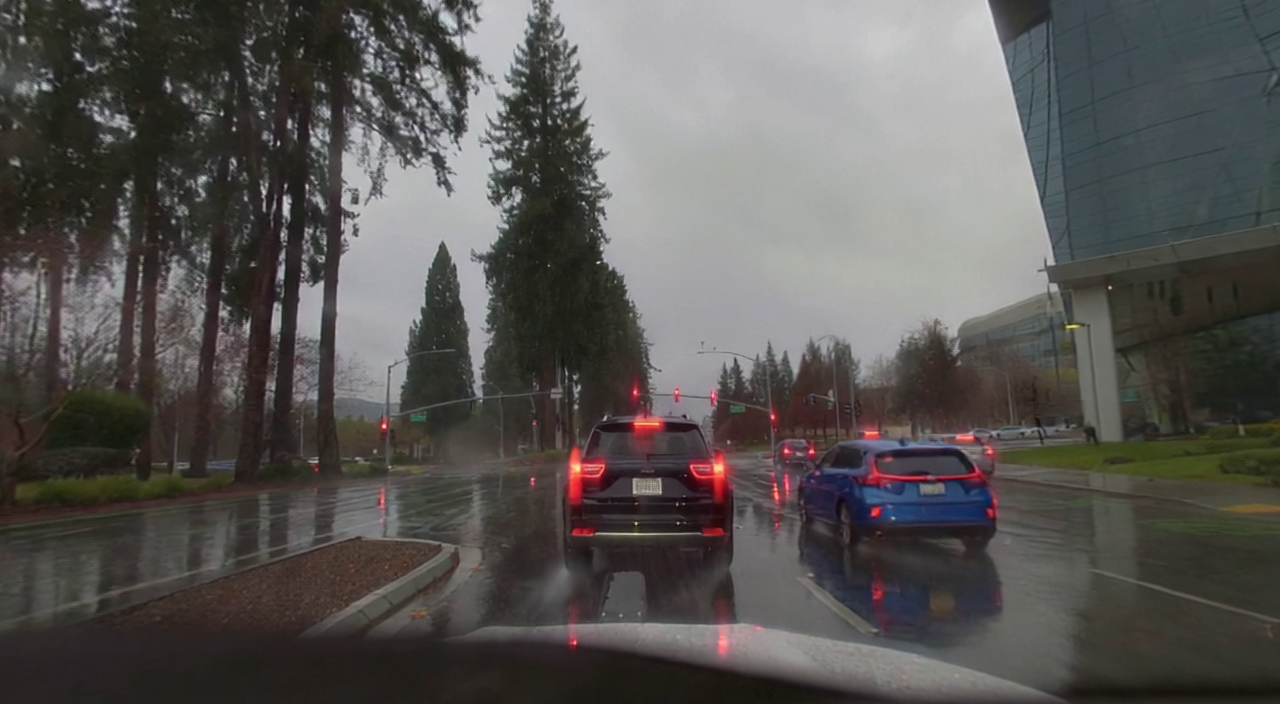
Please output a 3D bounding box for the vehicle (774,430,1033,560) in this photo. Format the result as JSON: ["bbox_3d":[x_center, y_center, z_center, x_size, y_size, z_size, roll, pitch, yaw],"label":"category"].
[{"bbox_3d":[3.508,1.985,9.504,1.997,1.471,4.321,0,-9,0],"label":"vehicle"}]

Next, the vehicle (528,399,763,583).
[{"bbox_3d":[0.055,1.656,8.254,2.266,1.762,4.131,0,-9,0],"label":"vehicle"}]
